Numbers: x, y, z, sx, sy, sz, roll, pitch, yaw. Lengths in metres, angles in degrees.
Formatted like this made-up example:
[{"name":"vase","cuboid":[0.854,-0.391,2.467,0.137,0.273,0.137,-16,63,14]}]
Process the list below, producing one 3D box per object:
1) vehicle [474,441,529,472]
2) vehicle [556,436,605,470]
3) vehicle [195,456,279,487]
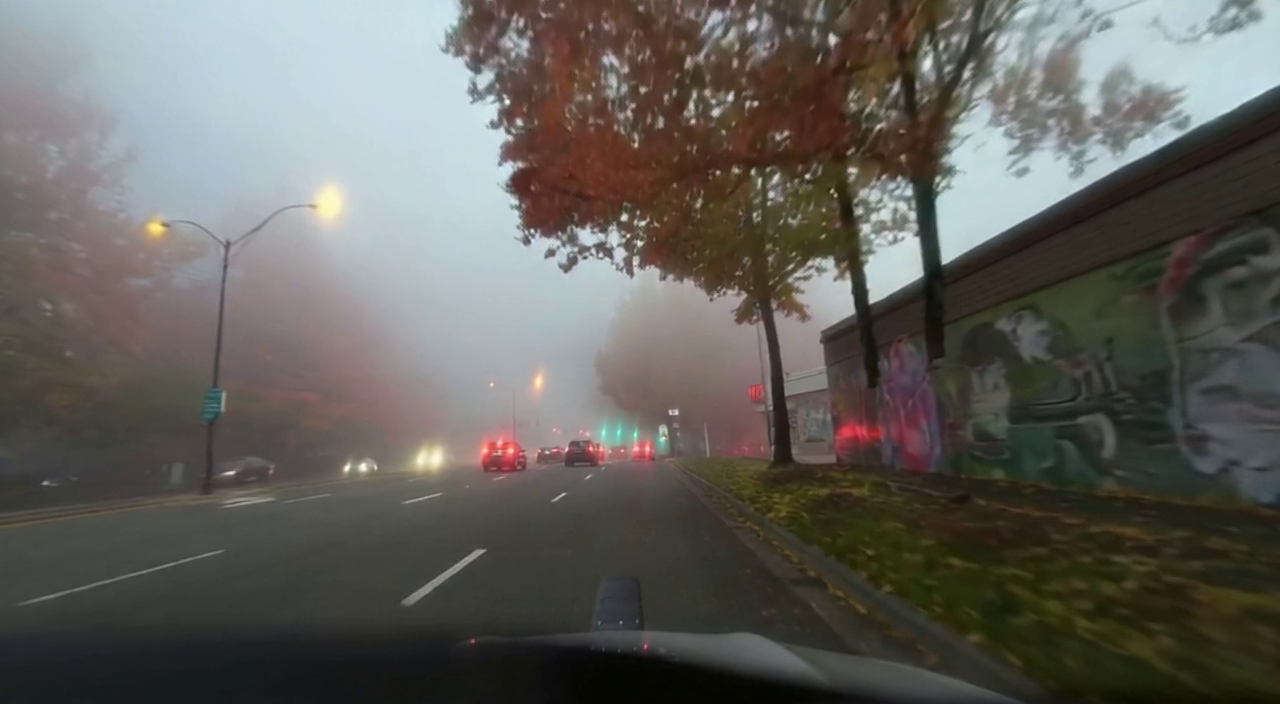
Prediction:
[{"name":"vehicle","cuboid":[-7.532,5.738,34.681,1.932,1.596,4.247,0,-9,1]},{"name":"vehicle","cuboid":[-3.194,5.553,34.697,2.165,1.663,4.513,0,-9,1]},{"name":"vehicle","cuboid":[-23.675,7.017,37.176,1.955,1.631,4.469,0,-9,0]}]
